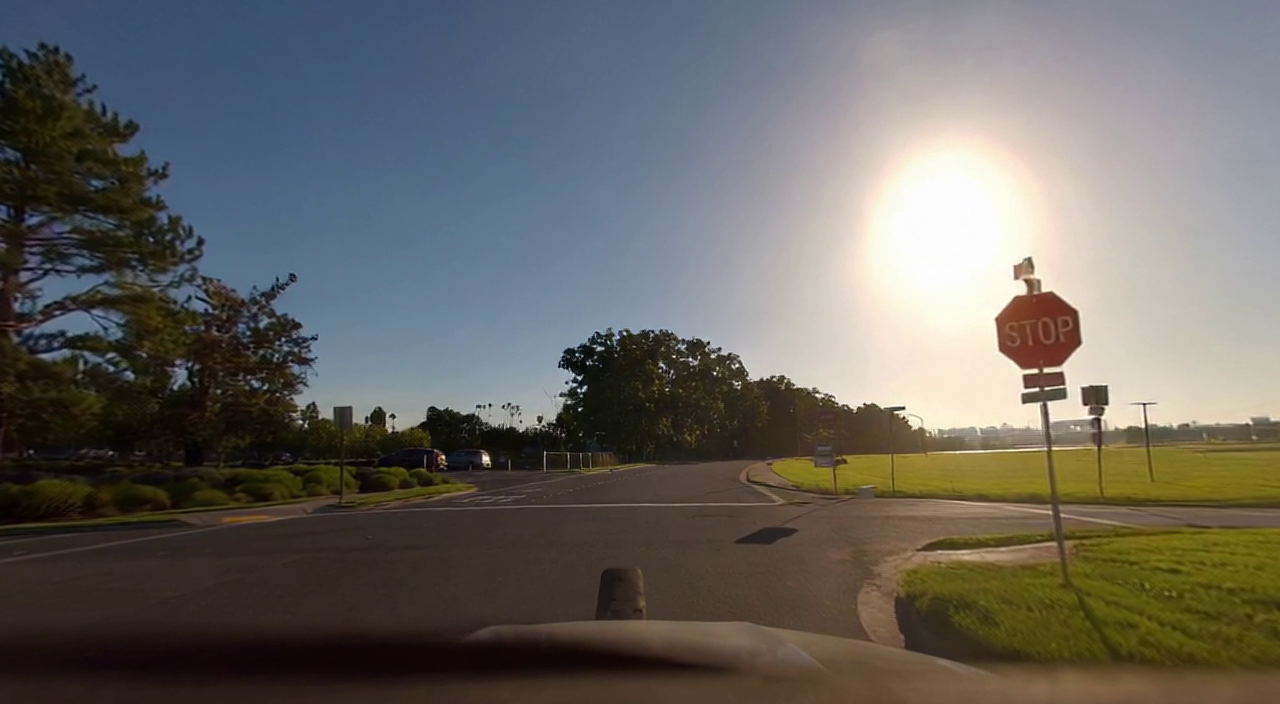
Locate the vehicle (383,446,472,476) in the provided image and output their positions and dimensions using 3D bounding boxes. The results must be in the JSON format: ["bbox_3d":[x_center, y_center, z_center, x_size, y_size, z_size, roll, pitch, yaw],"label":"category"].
[{"bbox_3d":[-12.743,6.560,37.928,4.590,1.735,1.973,-1,-9,3],"label":"vehicle"}]
